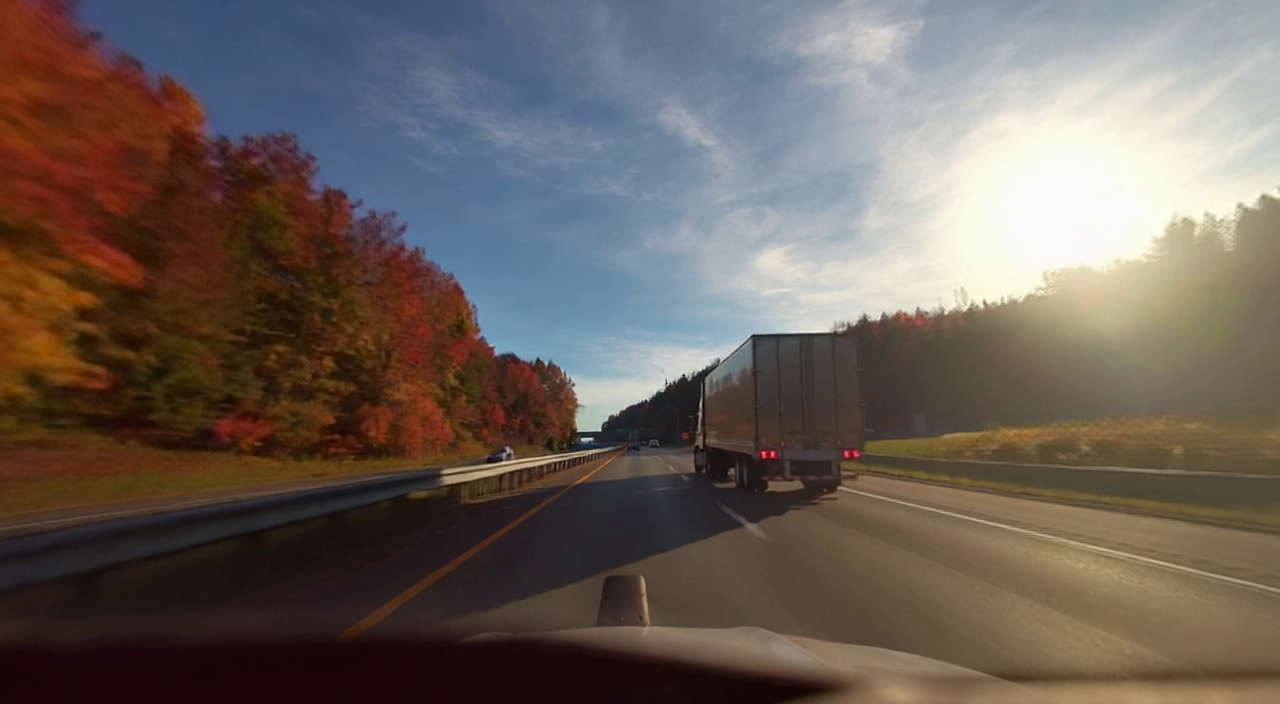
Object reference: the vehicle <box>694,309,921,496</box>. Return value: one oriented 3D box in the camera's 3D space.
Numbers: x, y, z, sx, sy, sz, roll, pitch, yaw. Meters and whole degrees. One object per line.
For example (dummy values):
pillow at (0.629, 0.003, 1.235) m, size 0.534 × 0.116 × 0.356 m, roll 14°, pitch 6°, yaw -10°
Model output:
vehicle at (4.258, 2.121, 21.081) m, size 3.357 × 4.101 × 14.659 m, roll 0°, pitch -8°, yaw -1°
